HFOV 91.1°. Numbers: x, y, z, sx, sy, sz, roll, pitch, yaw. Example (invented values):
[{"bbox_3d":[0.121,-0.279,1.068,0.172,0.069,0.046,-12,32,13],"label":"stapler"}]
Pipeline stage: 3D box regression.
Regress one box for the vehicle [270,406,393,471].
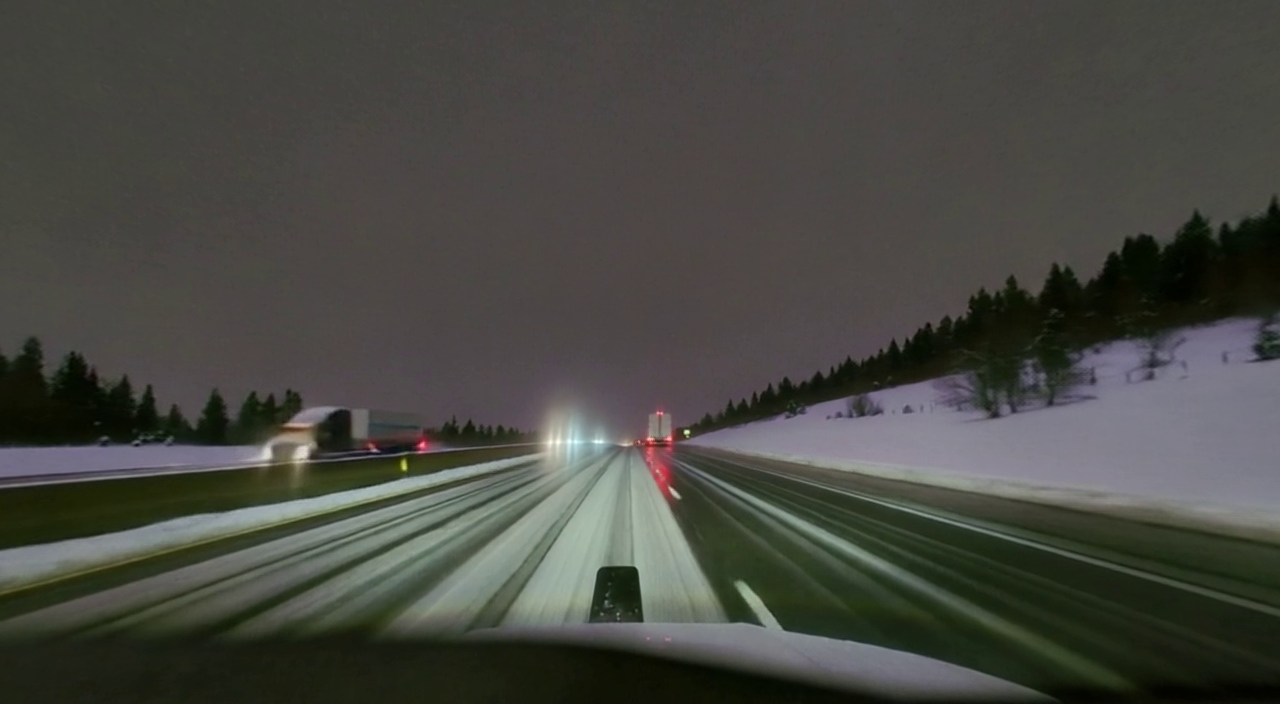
[{"bbox_3d":[-20.091,5.766,41.975,3.021,3.806,10.448,0,-8,-1],"label":"vehicle"}]
